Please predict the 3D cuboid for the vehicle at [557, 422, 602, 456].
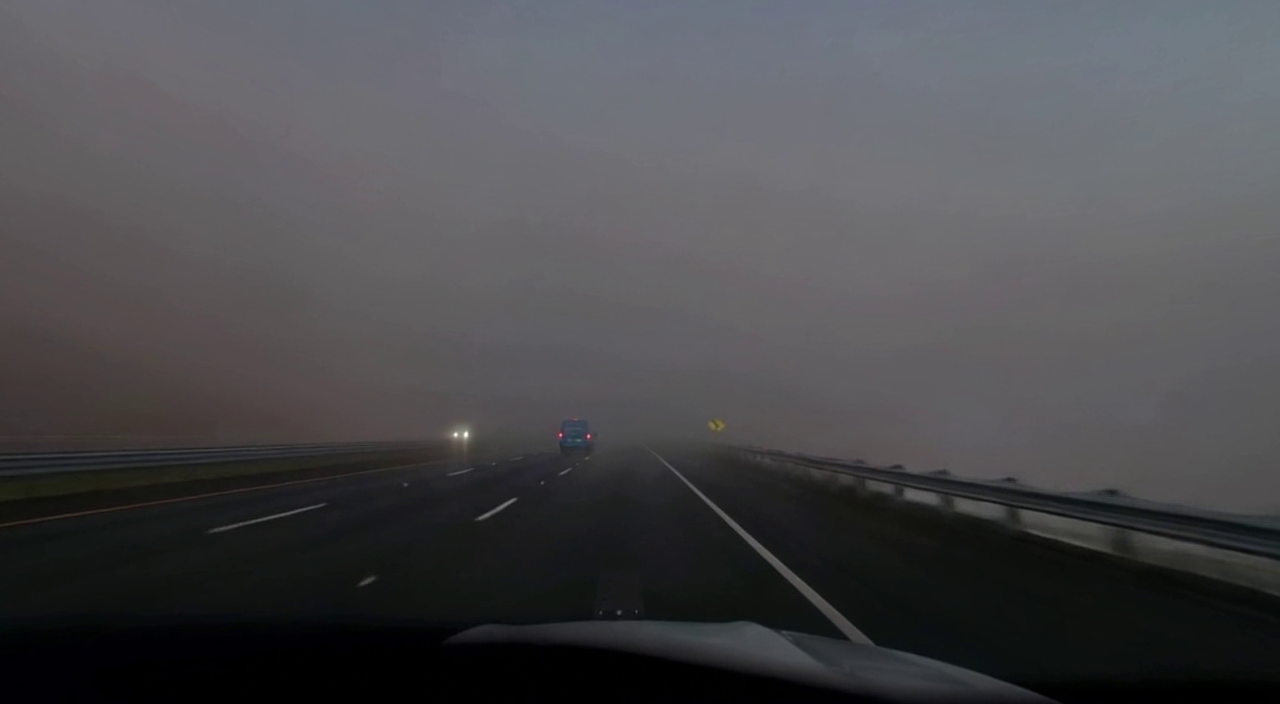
[{"bbox_3d":[-3.826,5.628,40.777,2.309,2.053,4.884,0,-8,1],"label":"vehicle"}]
